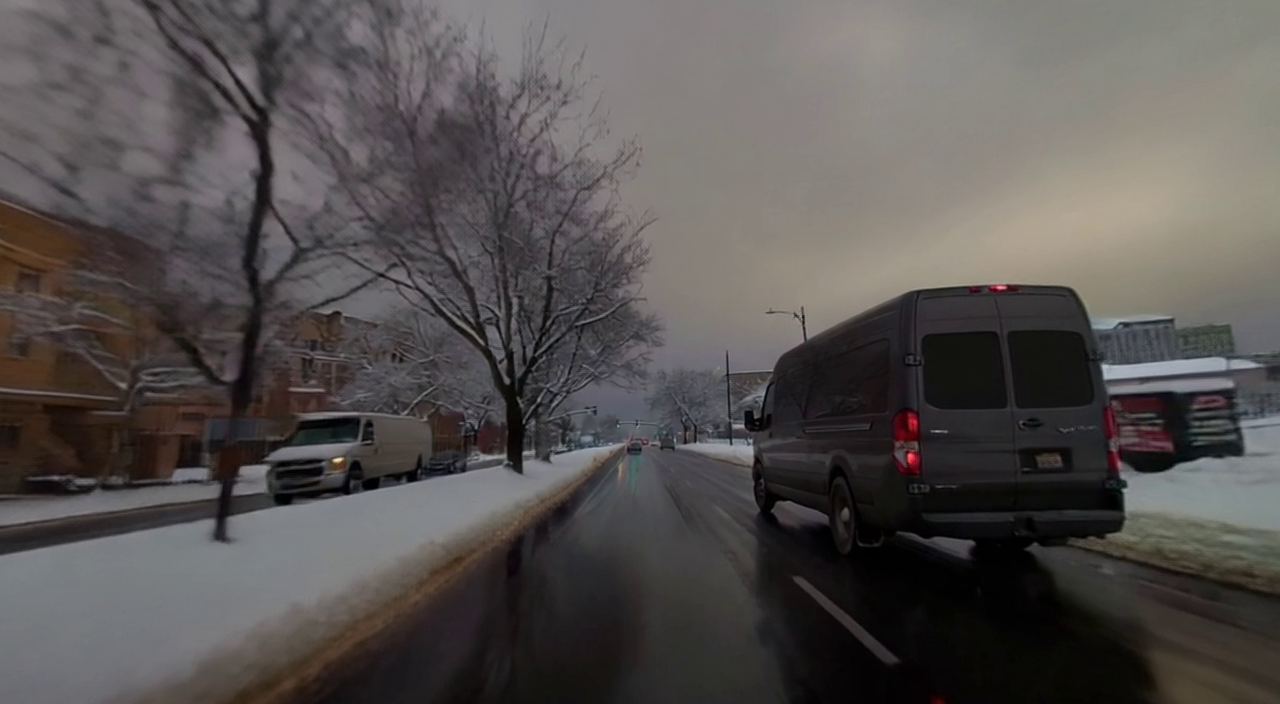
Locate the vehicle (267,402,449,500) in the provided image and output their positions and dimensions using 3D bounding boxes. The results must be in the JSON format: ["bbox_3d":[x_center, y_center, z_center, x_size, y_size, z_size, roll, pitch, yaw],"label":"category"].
[{"bbox_3d":[-10.283,3.808,24.617,3.257,3.085,9.164,0,-9,-3],"label":"vehicle"}]

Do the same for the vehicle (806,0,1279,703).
[{"bbox_3d":[3.989,0.257,4.461,2.731,3.407,10.262,0,-8,-1],"label":"vehicle"}]
